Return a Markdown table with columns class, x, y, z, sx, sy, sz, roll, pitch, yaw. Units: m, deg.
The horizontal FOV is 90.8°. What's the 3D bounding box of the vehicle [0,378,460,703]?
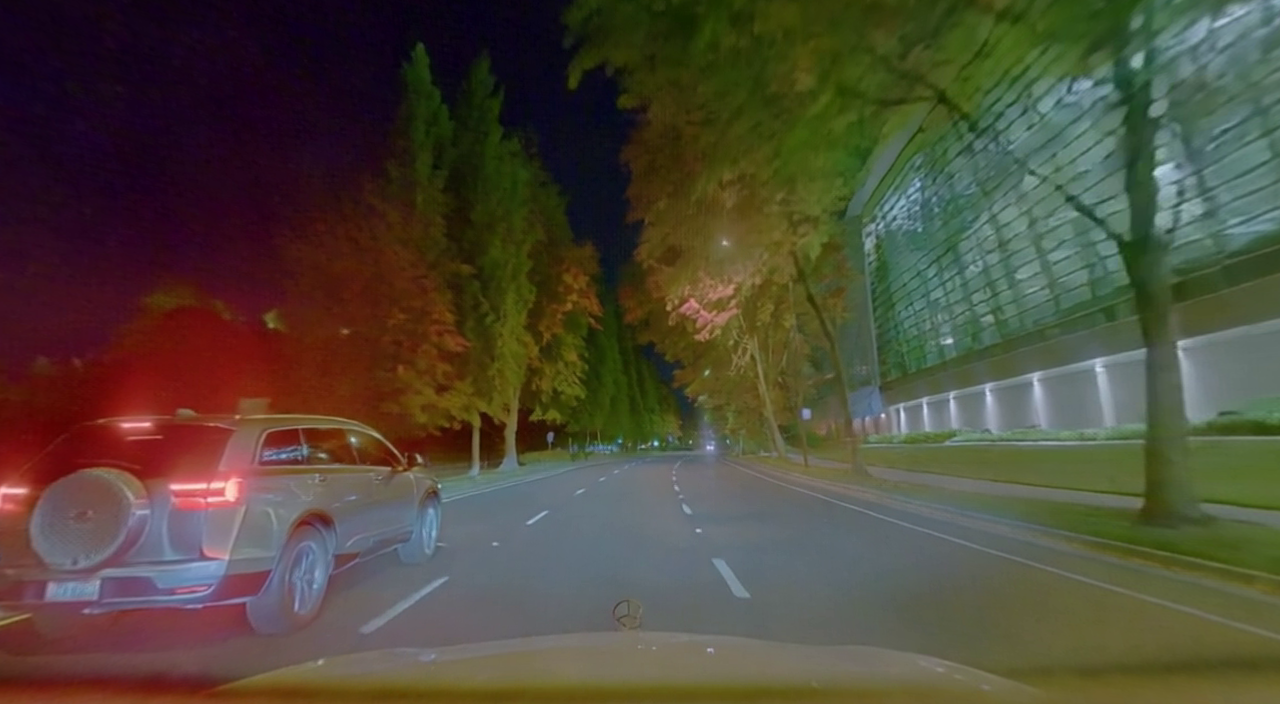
| class | x | y | z | sx | sy | sz | roll | pitch | yaw |
| --- | --- | --- | --- | --- | --- | --- | --- | --- | --- |
| vehicle | -3.272 | 1.314 | 5.401 | 2.067 | 1.700 | 4.561 | 0 | -8 | 1 |
